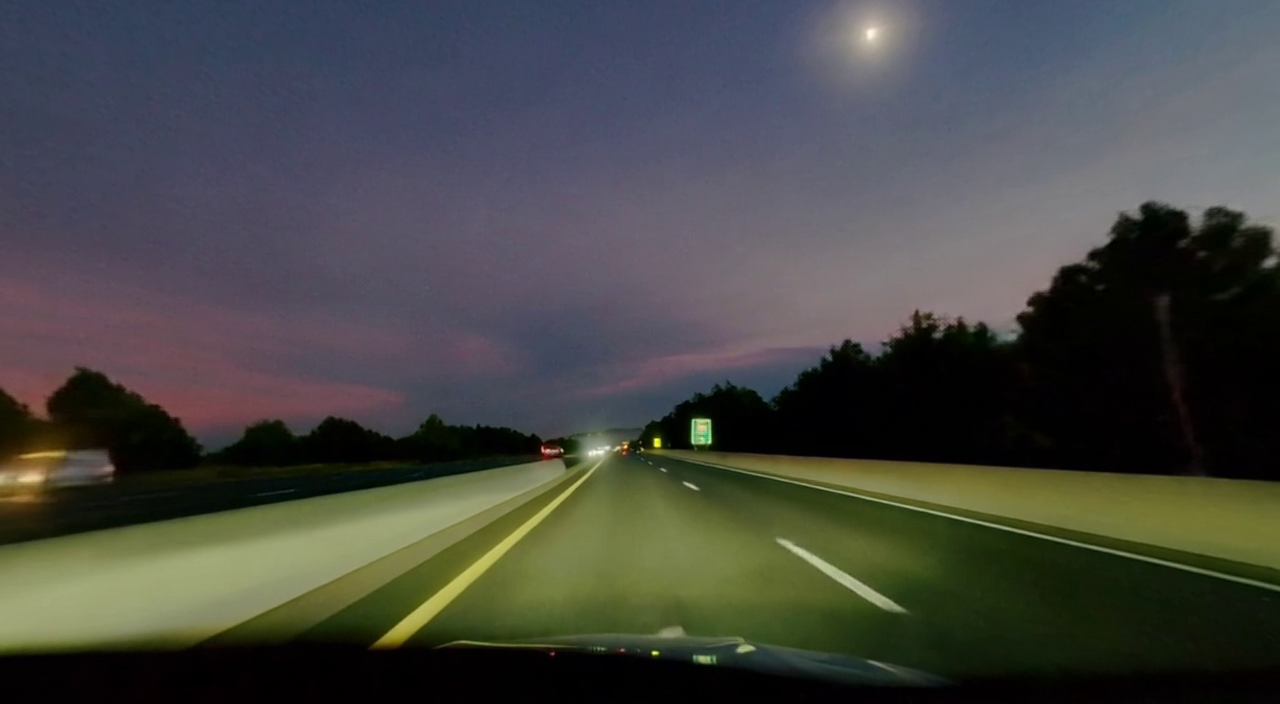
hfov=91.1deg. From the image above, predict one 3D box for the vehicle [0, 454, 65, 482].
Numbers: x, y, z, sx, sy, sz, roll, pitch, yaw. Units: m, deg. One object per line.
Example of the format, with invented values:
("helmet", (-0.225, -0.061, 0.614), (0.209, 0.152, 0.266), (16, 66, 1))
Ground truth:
("vehicle", (-36.802, 6.768, 36.720), (2.011, 1.509, 4.568), (0, -9, 1))
